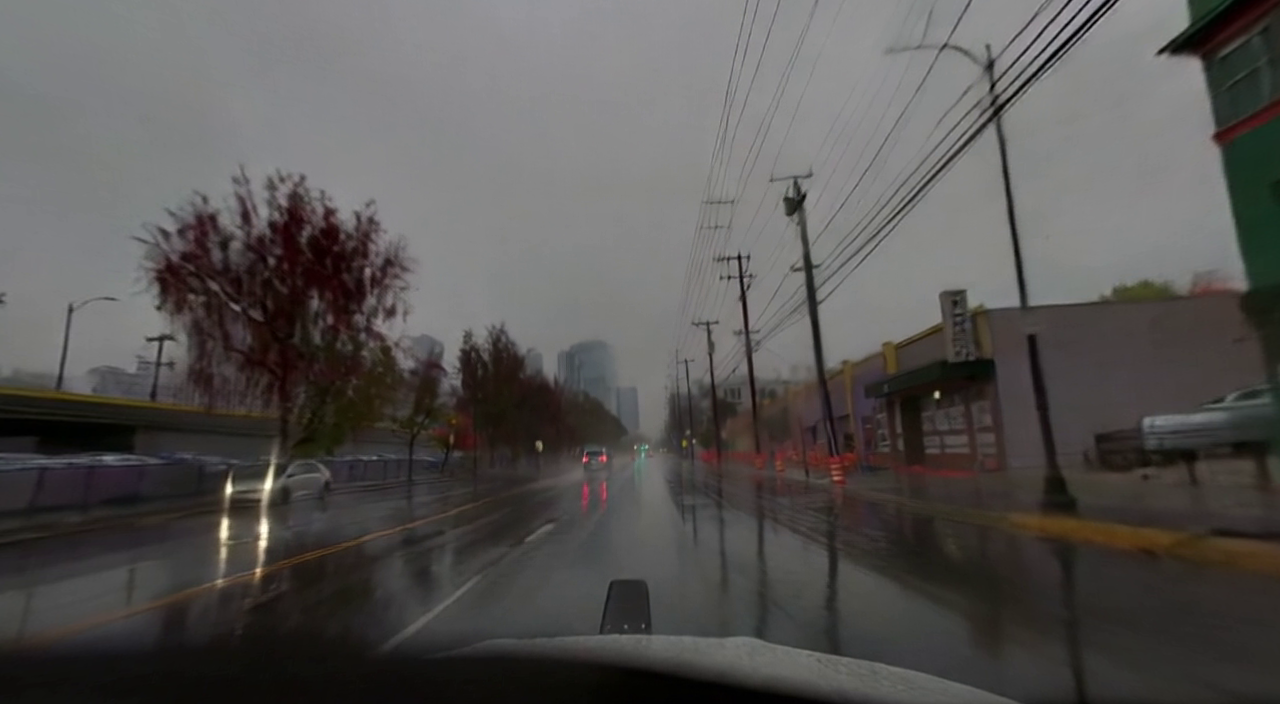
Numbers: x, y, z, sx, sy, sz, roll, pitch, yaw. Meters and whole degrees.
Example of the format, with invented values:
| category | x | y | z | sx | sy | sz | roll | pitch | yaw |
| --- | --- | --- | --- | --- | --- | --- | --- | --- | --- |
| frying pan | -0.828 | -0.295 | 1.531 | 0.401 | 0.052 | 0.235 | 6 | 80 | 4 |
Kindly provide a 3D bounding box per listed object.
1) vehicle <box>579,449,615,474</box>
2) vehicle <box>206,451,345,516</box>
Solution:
| category | x | y | z | sx | sy | sz | roll | pitch | yaw |
| --- | --- | --- | --- | --- | --- | --- | --- | --- | --- |
| vehicle | -2.940 | 7.594 | 43.958 | 2.036 | 1.589 | 4.549 | -1 | -8 | 1 |
| vehicle | -11.981 | 4.296 | 21.135 | 2.052 | 1.898 | 4.253 | -1 | -8 | 1 |
